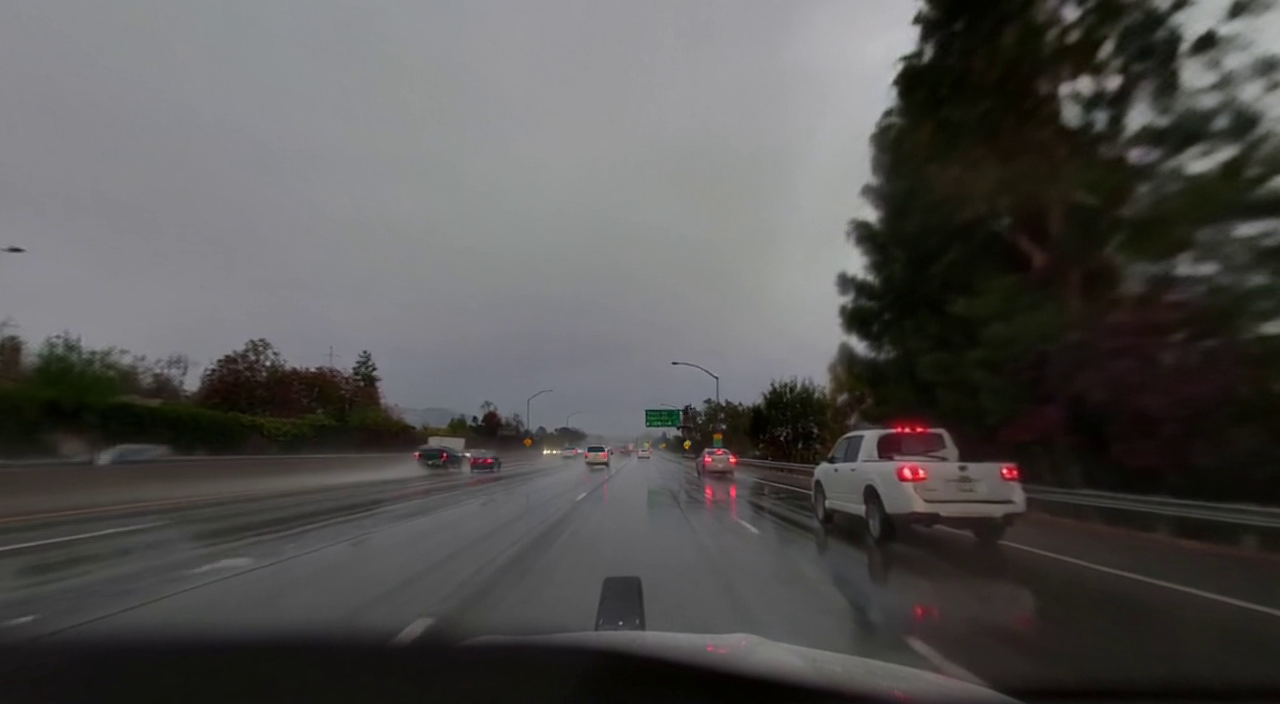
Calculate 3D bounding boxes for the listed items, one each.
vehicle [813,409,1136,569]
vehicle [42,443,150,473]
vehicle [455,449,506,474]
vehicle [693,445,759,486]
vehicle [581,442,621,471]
[{"bbox_3d":[4.423,1.901,9.530,2.218,1.776,4.807,0,-9,0],"label":"vehicle"},{"bbox_3d":[-35.251,6.860,41.047,2.065,1.752,5.611,0,-9,0],"label":"vehicle"},{"bbox_3d":[-10.258,7.077,40.839,1.974,1.472,4.684,0,-9,1],"label":"vehicle"},{"bbox_3d":[3.461,4.660,26.190,2.126,1.529,4.438,0,-9,0],"label":"vehicle"},{"bbox_3d":[-2.660,7.360,44.535,2.449,1.929,5.503,0,-9,0],"label":"vehicle"}]
